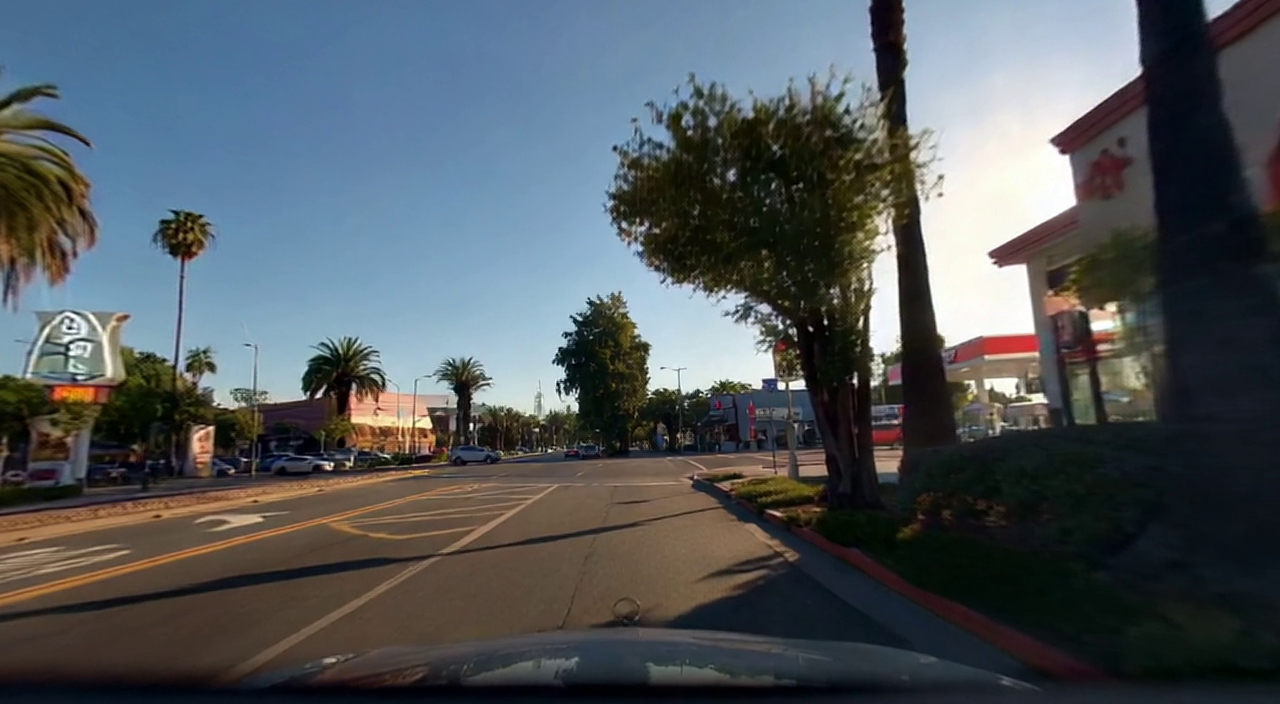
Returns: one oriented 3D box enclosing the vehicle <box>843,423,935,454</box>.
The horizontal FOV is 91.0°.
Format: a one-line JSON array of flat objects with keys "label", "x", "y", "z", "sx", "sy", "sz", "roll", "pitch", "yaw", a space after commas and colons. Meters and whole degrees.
[{"label": "vehicle", "x": 14.928, "y": 5.229, "z": 37.859, "sx": 4.640, "sy": 1.800, "sz": 2.026, "roll": 0, "pitch": -9, "yaw": -2}]
